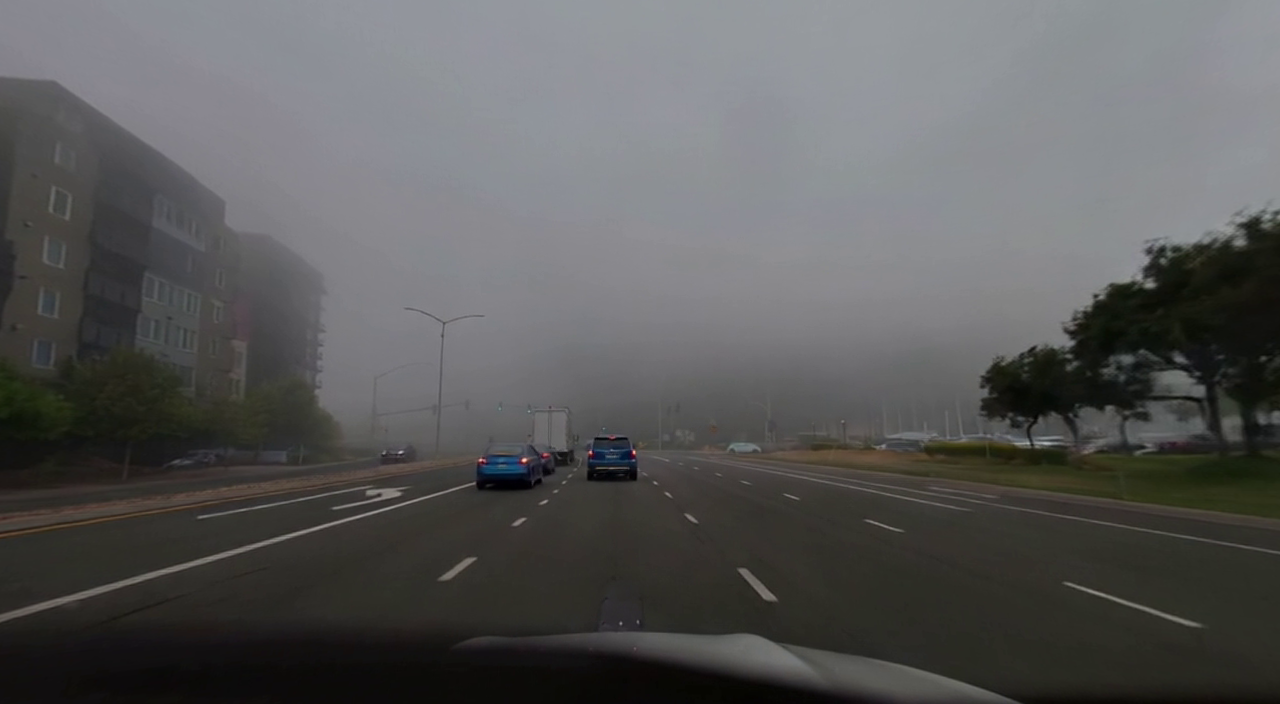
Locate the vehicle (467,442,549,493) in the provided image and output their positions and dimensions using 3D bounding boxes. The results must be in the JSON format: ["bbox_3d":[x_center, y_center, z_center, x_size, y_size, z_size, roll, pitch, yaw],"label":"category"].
[{"bbox_3d":[-4.134,3.663,20.502,1.904,1.460,4.300,0,-8,-2],"label":"vehicle"}]

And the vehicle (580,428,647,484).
[{"bbox_3d":[-1.019,3.834,23.537,2.260,1.872,4.578,0,-8,-3],"label":"vehicle"}]

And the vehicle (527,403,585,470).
[{"bbox_3d":[-5.321,5.734,42.383,2.918,3.741,13.683,1,-8,-4],"label":"vehicle"}]
